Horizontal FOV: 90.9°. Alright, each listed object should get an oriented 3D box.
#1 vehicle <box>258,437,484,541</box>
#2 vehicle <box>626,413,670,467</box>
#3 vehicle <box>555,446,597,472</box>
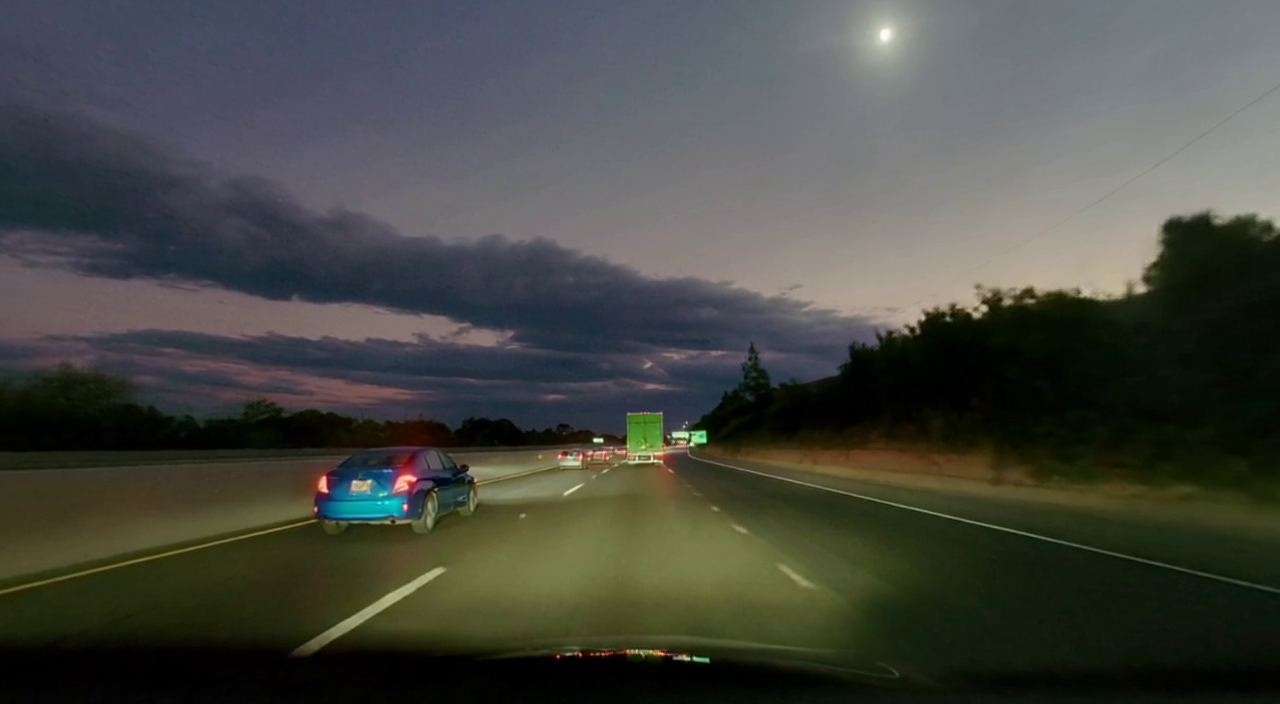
[{"bbox_3d":[-4.372,2.286,11.181,2.010,1.461,4.391,0,-9,1],"label":"vehicle"},{"bbox_3d":[0.510,6.589,46.839,2.893,3.628,9.081,0,-9,0],"label":"vehicle"},{"bbox_3d":[-3.735,6.355,37.467,1.981,1.435,4.199,0,-9,1],"label":"vehicle"}]
